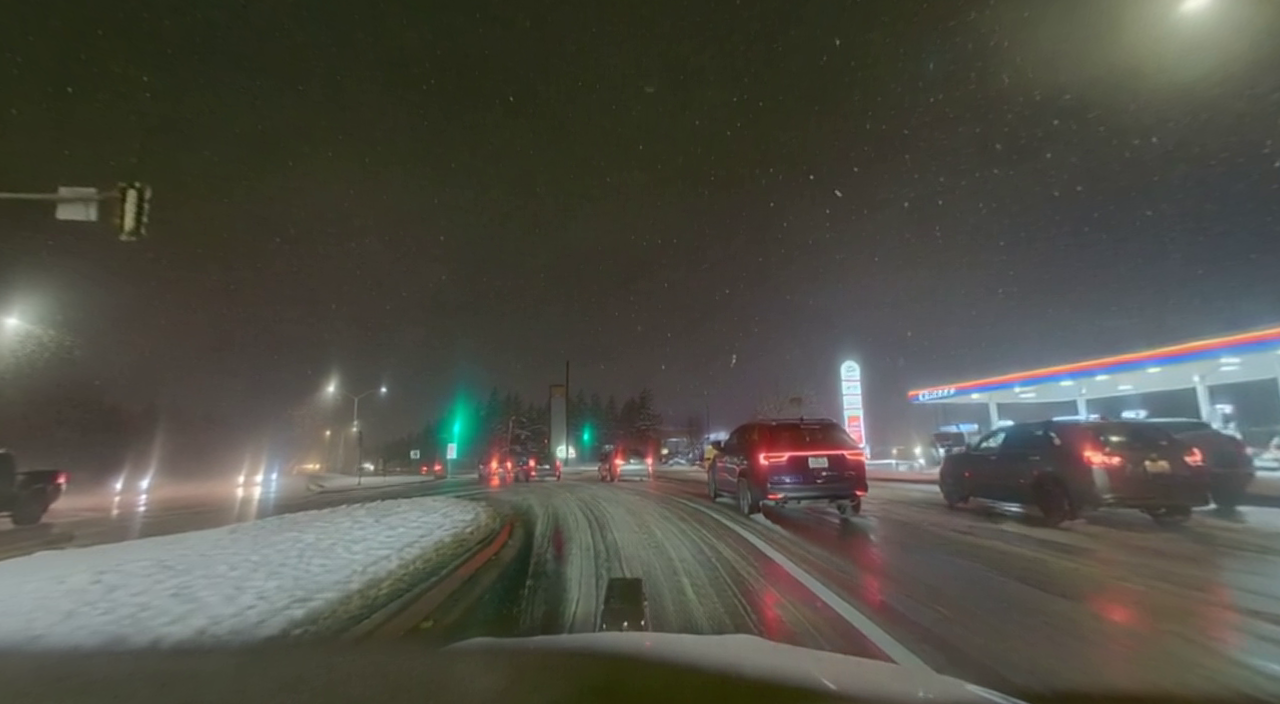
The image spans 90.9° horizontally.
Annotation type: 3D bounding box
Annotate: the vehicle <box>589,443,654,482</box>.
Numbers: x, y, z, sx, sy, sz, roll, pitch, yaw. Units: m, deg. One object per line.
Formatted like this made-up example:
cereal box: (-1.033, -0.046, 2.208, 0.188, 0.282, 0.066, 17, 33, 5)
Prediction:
vehicle: (-0.946, 5.006, 28.906, 2.012, 1.612, 4.114, 2, -9, -16)

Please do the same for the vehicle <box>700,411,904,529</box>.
vehicle: (2.713, 2.156, 12.018, 2.184, 1.777, 4.712, 1, -9, -6)

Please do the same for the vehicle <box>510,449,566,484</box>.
vehicle: (-4.908, 5.373, 29.856, 2.107, 1.527, 4.174, 2, -9, -15)

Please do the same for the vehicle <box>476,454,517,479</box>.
vehicle: (-10.378, 8.212, 45.377, 2.193, 1.609, 3.874, 3, -10, -22)

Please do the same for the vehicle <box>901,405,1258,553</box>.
vehicle: (5.762, 1.728, 9.141, 1.881, 1.604, 4.289, 0, -9, -3)

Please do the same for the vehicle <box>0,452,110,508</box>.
vehicle: (-19.545, 4.059, 20.462, 1.986, 1.579, 5.047, 3, -10, -22)

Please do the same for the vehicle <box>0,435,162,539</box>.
vehicle: (-19.676, 4.198, 20.810, 2.820, 2.579, 13.318, 4, -10, -22)
